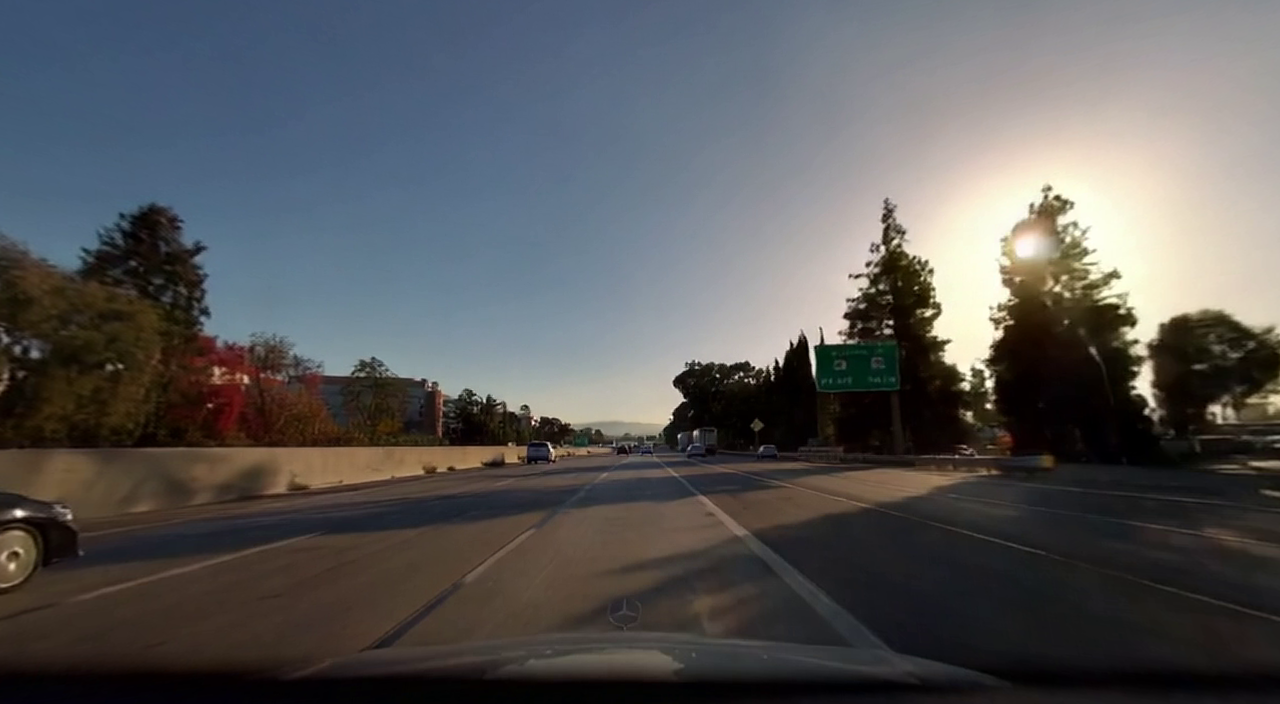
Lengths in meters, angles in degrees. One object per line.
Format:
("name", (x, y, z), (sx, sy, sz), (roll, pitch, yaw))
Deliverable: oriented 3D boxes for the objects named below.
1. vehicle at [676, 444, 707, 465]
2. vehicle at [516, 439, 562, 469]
("vehicle", (3.771, 7.558, 46.381), (1.950, 1.453, 3.378), (0, -8, -1))
("vehicle", (-6.298, 6.370, 39.541), (2.091, 1.746, 4.437), (0, -8, 1))
